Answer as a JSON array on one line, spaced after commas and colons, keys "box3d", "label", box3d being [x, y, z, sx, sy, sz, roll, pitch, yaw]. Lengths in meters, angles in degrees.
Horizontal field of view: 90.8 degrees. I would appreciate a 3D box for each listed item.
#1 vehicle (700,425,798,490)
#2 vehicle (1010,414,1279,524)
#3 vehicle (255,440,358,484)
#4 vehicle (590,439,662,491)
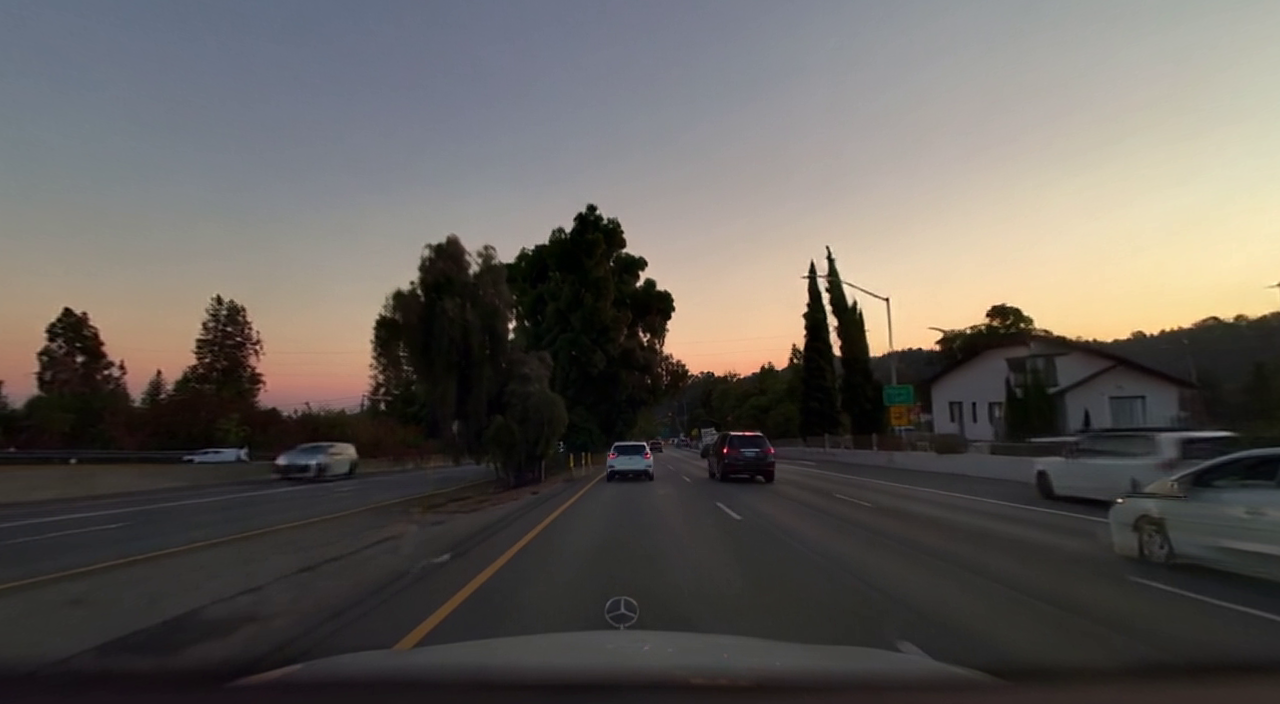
[{"box3d": [3.333, 3.351, 20.339, 2.186, 1.842, 4.553, 0, -8, -2], "label": "vehicle"}, {"box3d": [11.355, 2.491, 14.103, 2.533, 1.900, 6.143, 0, -8, 1], "label": "vehicle"}, {"box3d": [-14.194, 4.673, 27.230, 1.971, 1.718, 4.408, 0, -8, 1], "label": "vehicle"}, {"box3d": [-0.396, 3.453, 19.707, 2.040, 1.451, 3.736, 0, -8, 0], "label": "vehicle"}]
